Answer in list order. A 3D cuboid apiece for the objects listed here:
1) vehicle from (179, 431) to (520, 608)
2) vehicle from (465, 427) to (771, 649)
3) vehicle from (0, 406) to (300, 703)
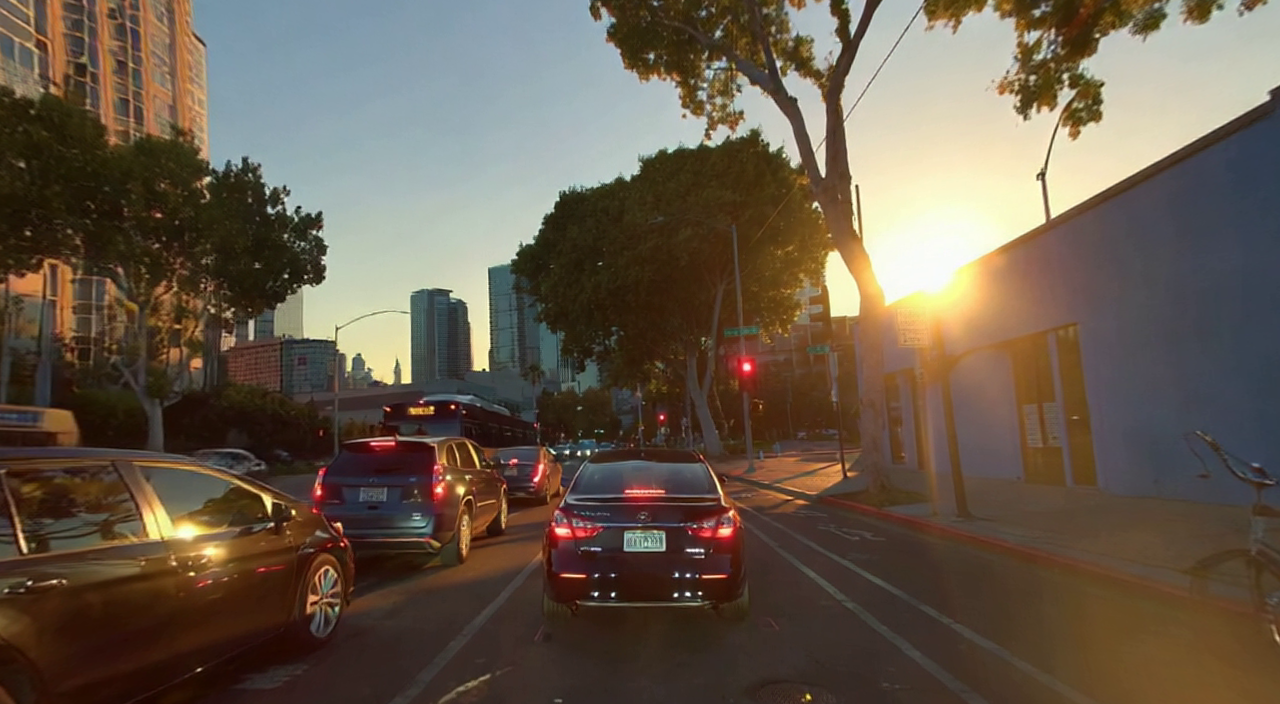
[{"bbox_3d":[-2.906,1.751,7.626,1.944,1.481,4.385,0,-8,1],"label":"vehicle"},{"bbox_3d":[-0.134,1.523,6.162,2.031,1.461,3.763,0,-8,0],"label":"vehicle"},{"bbox_3d":[-3.168,0.869,1.720,1.867,1.486,4.452,0,-8,2],"label":"vehicle"}]
